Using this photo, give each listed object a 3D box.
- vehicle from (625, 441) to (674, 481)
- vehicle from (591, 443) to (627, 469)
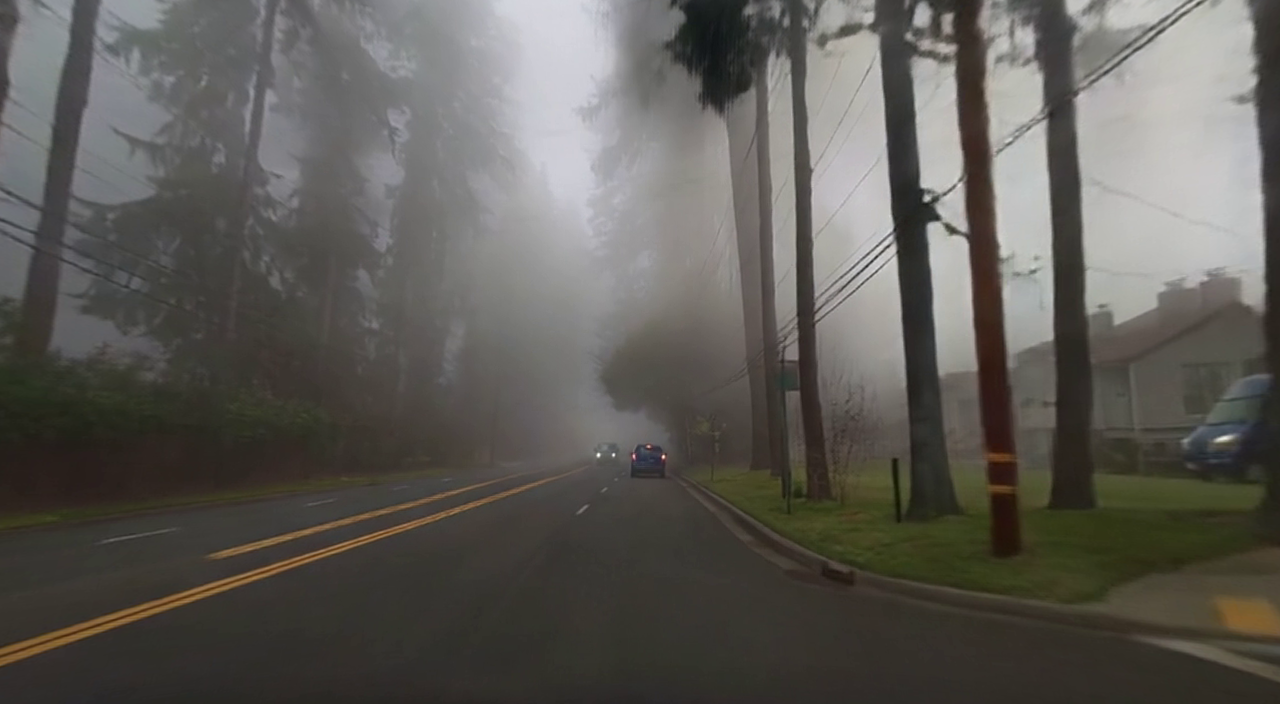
[{"bbox_3d":[0.428,5.082,29.642,2.120,1.718,3.909,0,-9,0],"label":"vehicle"},{"bbox_3d":[-2.135,7.323,44.518,2.157,1.765,4.303,0,-9,2],"label":"vehicle"}]
